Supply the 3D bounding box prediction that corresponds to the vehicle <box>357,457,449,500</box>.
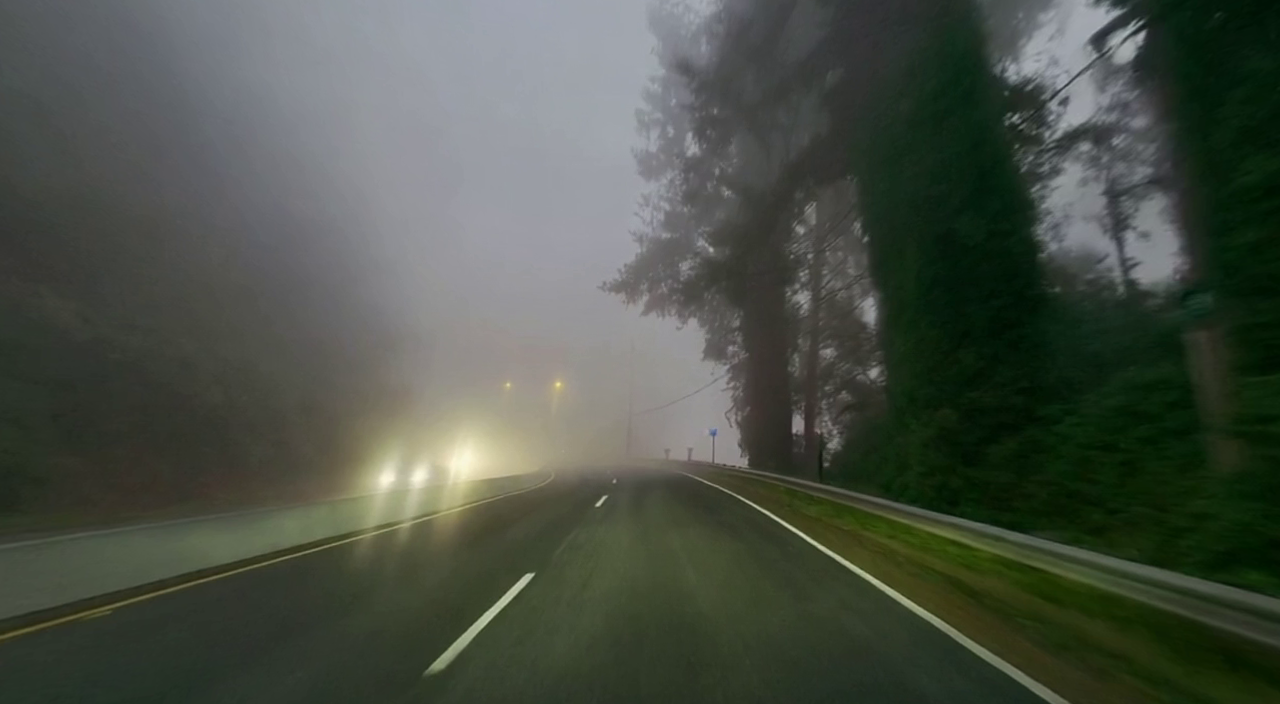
[{"bbox_3d":[-9.371,5.028,25.400,1.977,1.466,4.669,0,-9,-1],"label":"vehicle"}]
